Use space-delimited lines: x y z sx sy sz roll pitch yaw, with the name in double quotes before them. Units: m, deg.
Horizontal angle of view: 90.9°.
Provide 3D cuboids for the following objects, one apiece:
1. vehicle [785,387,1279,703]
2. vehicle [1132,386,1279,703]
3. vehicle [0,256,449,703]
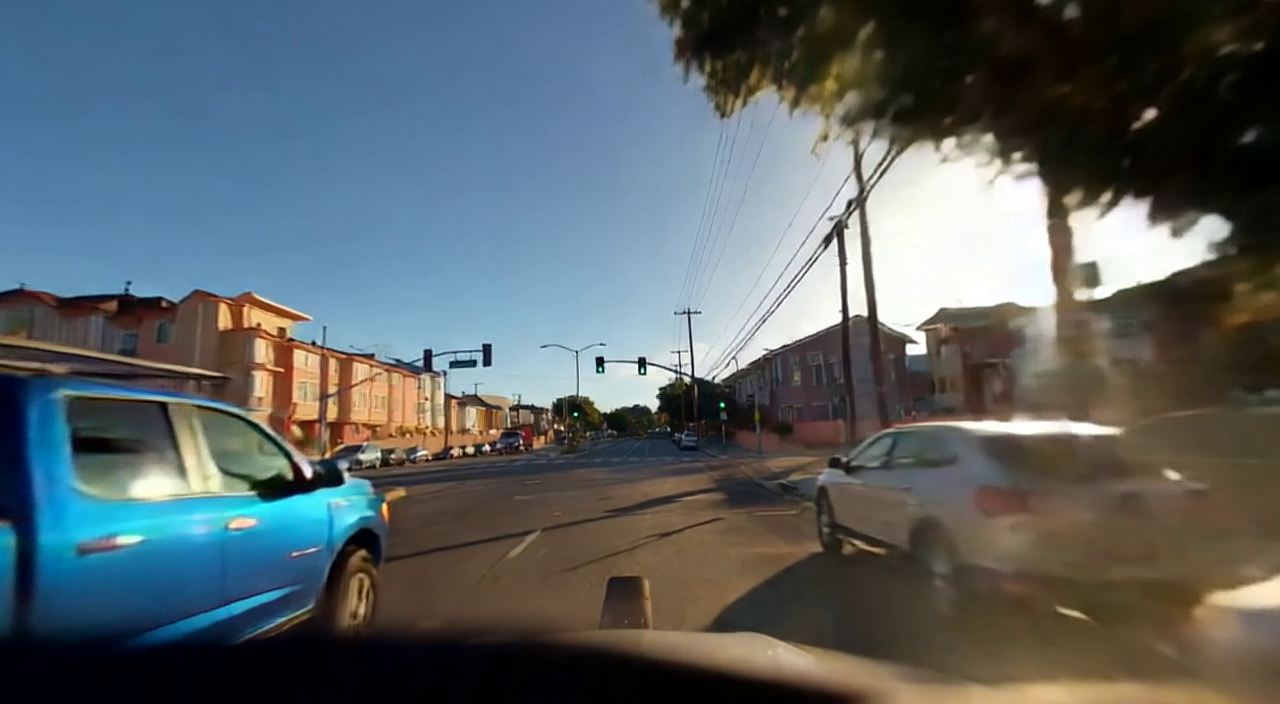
"vehicle" 2.963 1.346 5.602 2.132 1.601 4.924 0 -9 0
"vehicle" 3.031 0.598 0.287 2.012 1.491 4.333 0 -9 -2
"vehicle" -2.968 0.886 3.191 2.242 1.890 5.306 -1 -9 1
